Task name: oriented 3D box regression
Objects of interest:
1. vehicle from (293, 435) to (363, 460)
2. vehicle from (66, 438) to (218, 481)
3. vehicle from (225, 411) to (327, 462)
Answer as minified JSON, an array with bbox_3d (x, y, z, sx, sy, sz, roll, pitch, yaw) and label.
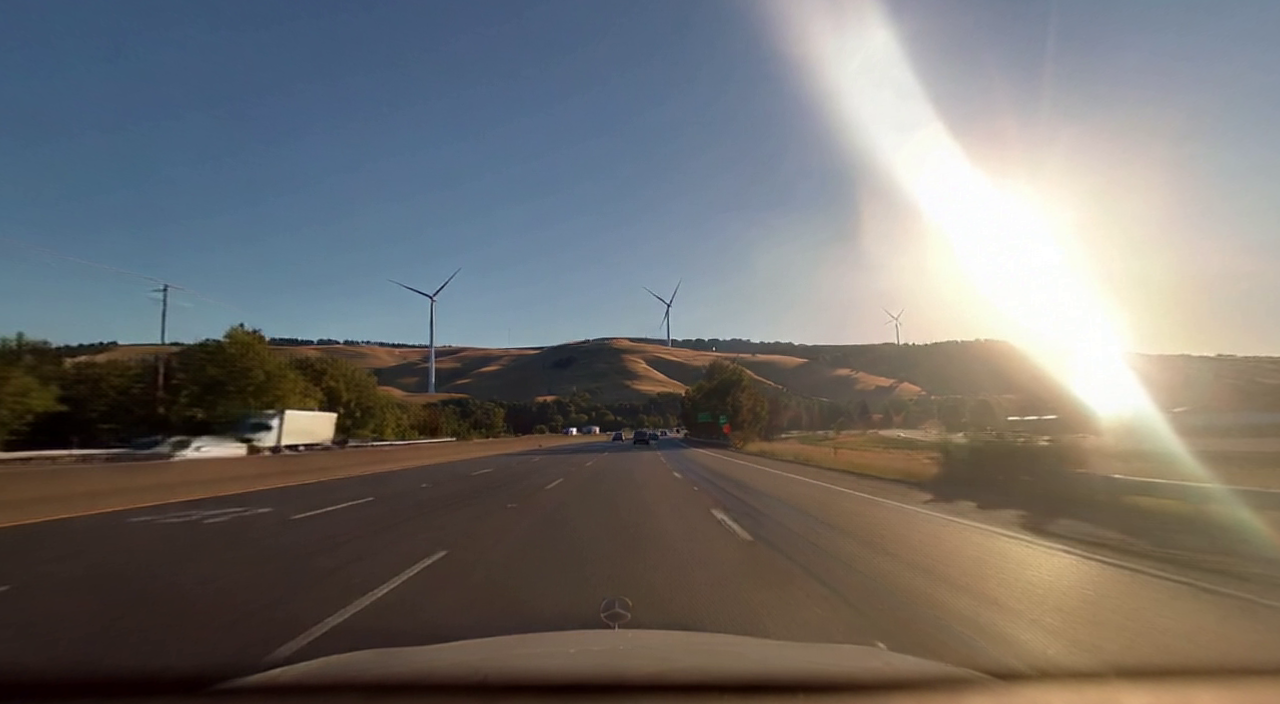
[{"bbox_3d":[-19.367,5.920,39.335,2.137,1.475,4.218,0,-8,1],"label":"vehicle"},{"bbox_3d":[-19.485,4.193,24.995,2.037,1.497,4.828,0,-8,1],"label":"vehicle"},{"bbox_3d":[-22.957,5.382,40.149,2.568,2.988,6.326,0,-8,1],"label":"vehicle"}]
